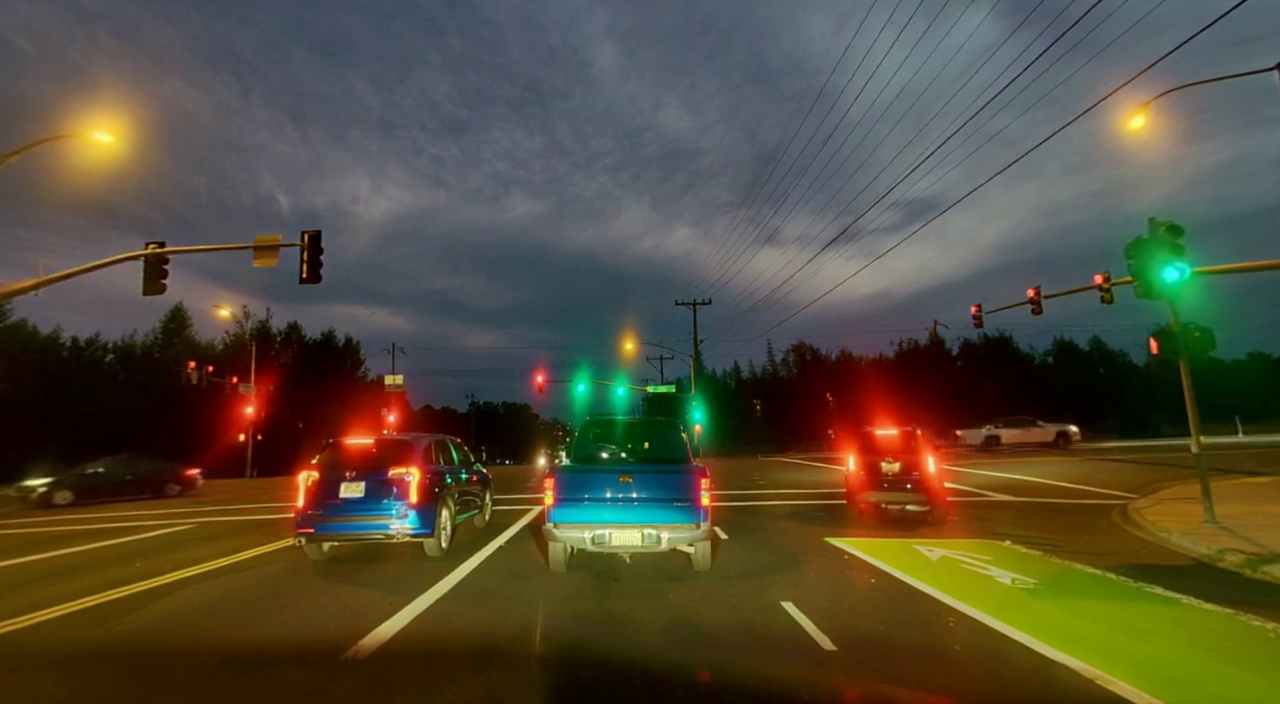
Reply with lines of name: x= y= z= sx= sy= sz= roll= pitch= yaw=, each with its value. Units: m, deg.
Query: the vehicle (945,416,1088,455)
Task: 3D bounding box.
vehicle: x=16.693 y=3.750 z=28.250 sx=4.977 sy=1.648 sz=2.088 roll=-1 pitch=-8 yaw=5

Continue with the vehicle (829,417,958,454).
vehicle: x=13.844 y=4.609 z=34.842 sx=6.143 sy=1.944 sz=2.229 roll=-1 pitch=-8 yaw=5

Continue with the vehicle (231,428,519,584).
vehicle: x=-2.926 y=1.762 z=8.004 sx=1.969 sy=1.486 sz=3.702 roll=0 pitch=-8 yaw=1

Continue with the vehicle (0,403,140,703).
vehicle: x=-3.348 y=0.662 z=0.446 sx=1.928 sy=1.488 sz=4.936 roll=0 pitch=-8 yaw=0

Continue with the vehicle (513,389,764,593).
vehicle: x=-0.049 y=1.510 z=7.618 sx=2.182 sy=1.773 sz=4.041 roll=0 pitch=-8 yaw=-1
